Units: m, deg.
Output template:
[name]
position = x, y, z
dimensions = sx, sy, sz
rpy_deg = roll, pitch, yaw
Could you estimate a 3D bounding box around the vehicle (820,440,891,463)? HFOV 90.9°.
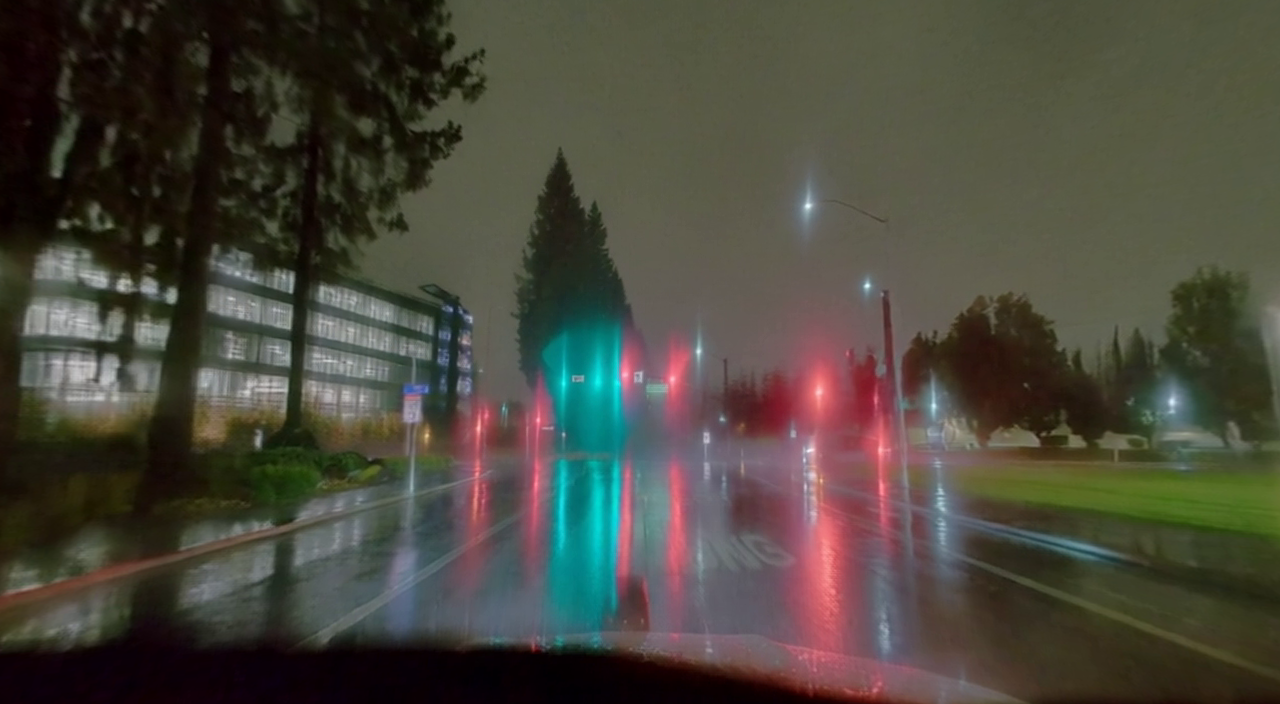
[vehicle]
position = 16.496, 7.615, 48.419
dimensions = 4.715, 1.671, 2.030
rpy_deg = 0, -8, -1
